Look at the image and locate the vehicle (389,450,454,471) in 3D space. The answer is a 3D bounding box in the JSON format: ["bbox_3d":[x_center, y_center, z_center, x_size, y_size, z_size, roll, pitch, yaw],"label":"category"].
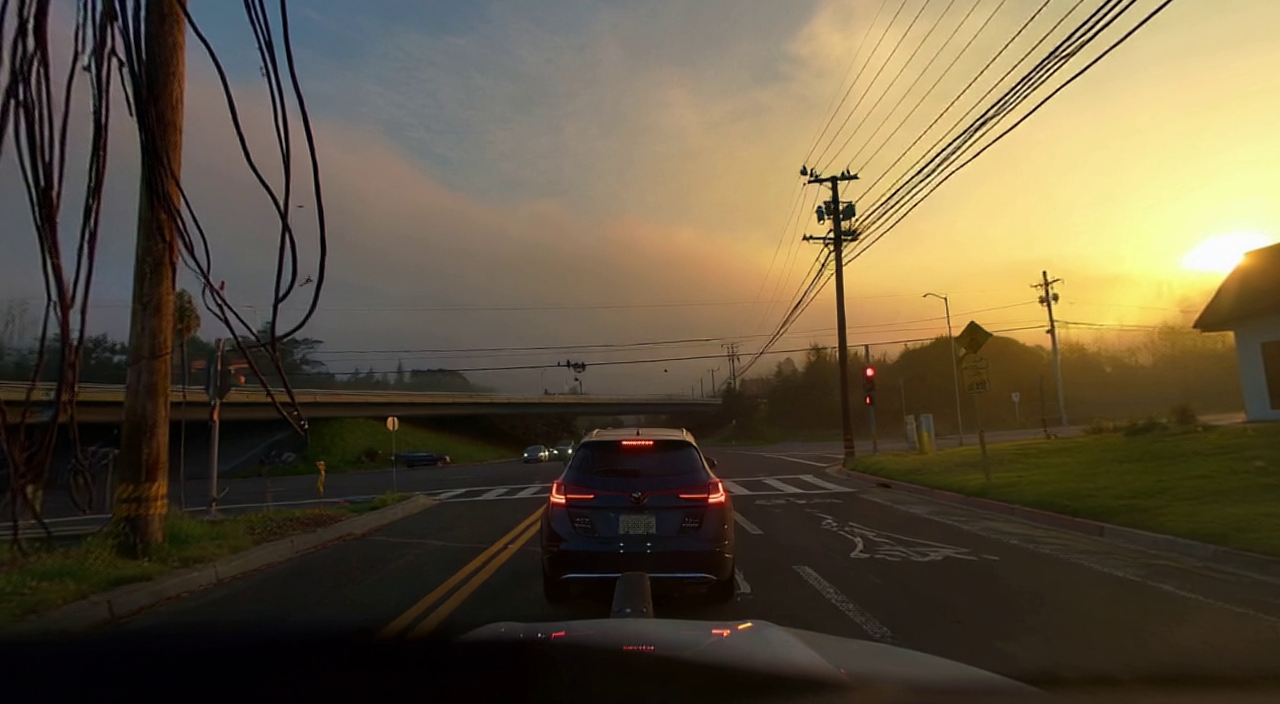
[{"bbox_3d":[-17.199,8.503,49.773,1.808,1.539,4.600,-7,-11,38],"label":"vehicle"}]

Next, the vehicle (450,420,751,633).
[{"bbox_3d":[-0.242,1.525,6.470,2.090,1.458,4.033,-1,-9,1],"label":"vehicle"}]
